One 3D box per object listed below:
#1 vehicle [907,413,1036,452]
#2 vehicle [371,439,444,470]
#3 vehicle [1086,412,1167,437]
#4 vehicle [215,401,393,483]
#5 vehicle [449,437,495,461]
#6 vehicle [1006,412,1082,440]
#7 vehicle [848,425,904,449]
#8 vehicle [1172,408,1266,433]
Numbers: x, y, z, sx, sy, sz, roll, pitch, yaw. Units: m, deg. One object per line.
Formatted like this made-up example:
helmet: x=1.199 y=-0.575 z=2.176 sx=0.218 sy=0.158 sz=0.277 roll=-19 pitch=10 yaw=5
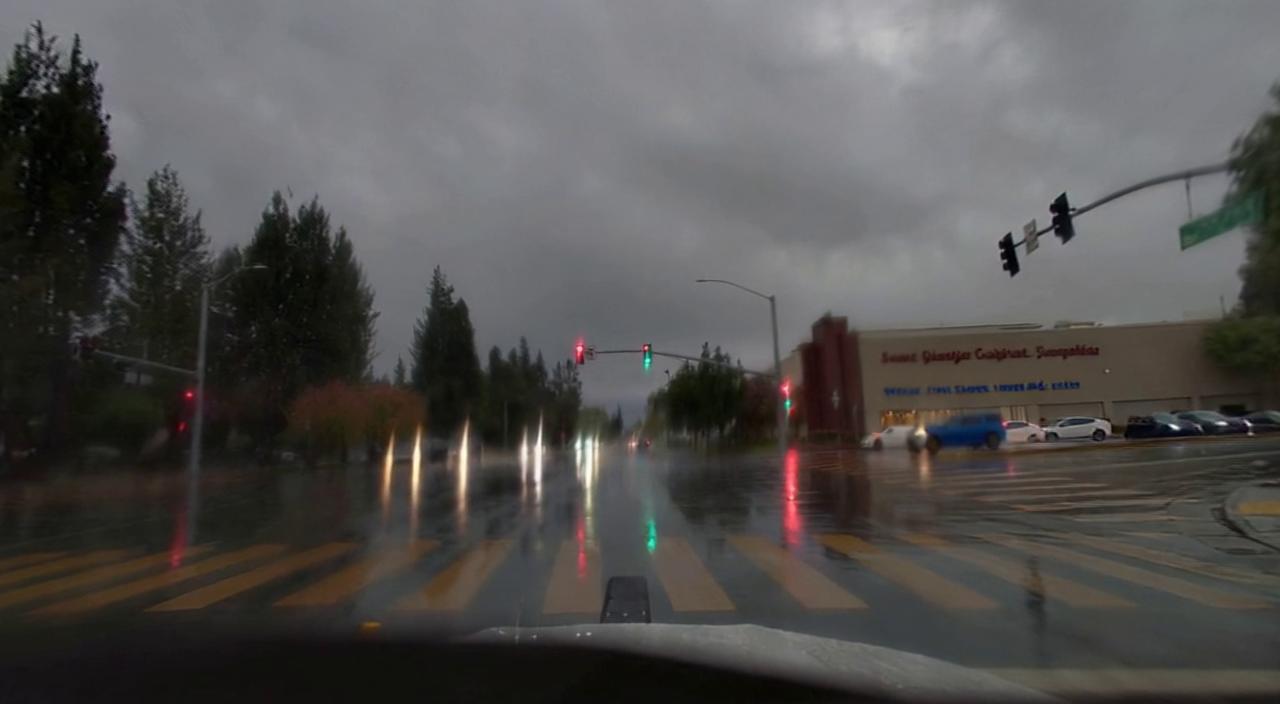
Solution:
vehicle: x=14.620 y=3.583 z=27.969 sx=4.566 sy=1.670 sz=2.000 roll=0 pitch=-8 yaw=-2
vehicle: x=-12.041 y=5.342 z=33.042 sx=1.996 sy=1.482 sz=4.772 roll=0 pitch=-8 yaw=0
vehicle: x=31.385 y=4.730 z=40.801 sx=1.823 sy=1.480 sz=4.003 roll=0 pitch=-8 yaw=-4
vehicle: x=-16.563 y=4.665 z=32.564 sx=3.161 sy=3.455 sz=11.058 roll=0 pitch=-8 yaw=0
vehicle: x=-12.426 y=7.214 z=46.807 sx=2.181 sy=1.653 sz=4.468 roll=0 pitch=-8 yaw=0
vehicle: x=26.331 y=4.877 z=41.278 sx=2.011 sy=1.656 sz=4.163 roll=0 pitch=-8 yaw=-3
vehicle: x=17.279 y=6.245 z=46.243 sx=3.329 sy=1.415 sz=1.821 roll=-6 pitch=-9 yaw=2
vehicle: x=38.368 y=4.614 z=41.951 sx=1.715 sy=1.480 sz=4.701 roll=0 pitch=-8 yaw=-1
